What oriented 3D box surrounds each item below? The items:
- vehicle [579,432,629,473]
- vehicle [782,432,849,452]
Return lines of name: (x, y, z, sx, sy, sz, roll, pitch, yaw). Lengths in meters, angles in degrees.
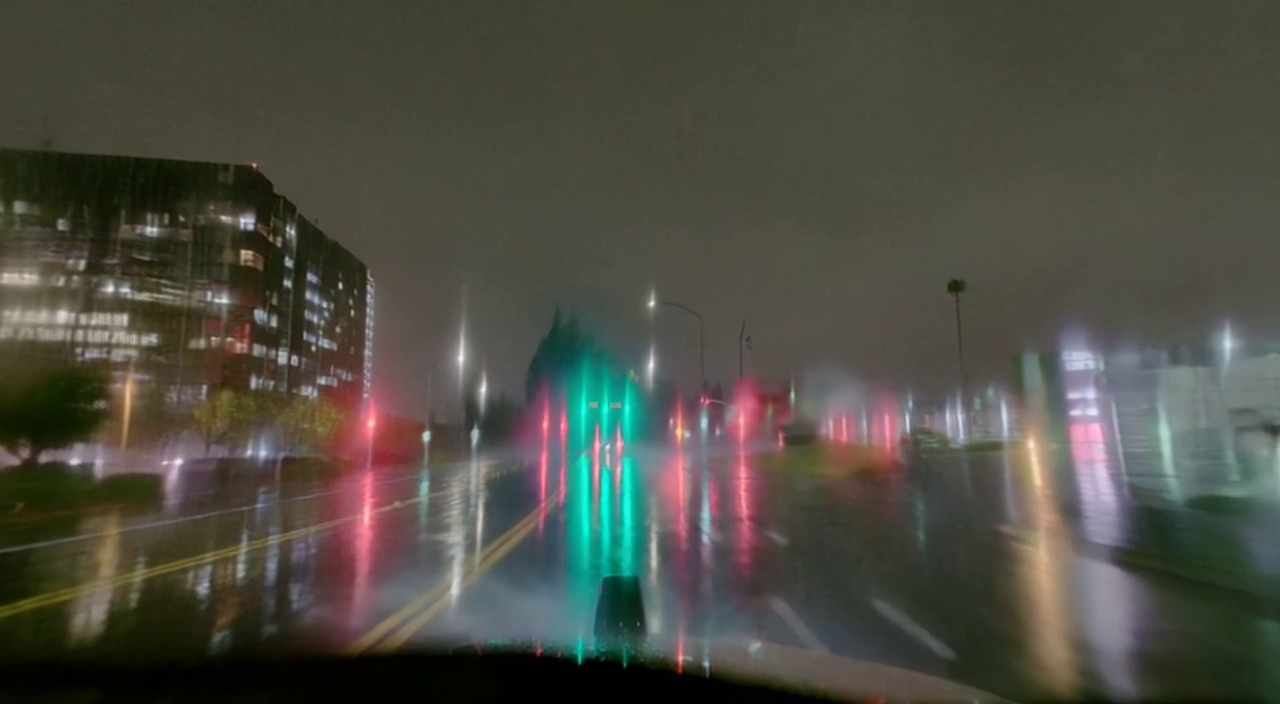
vehicle: (-1.731, 4.880, 30.846, 2.230, 1.827, 4.298, 0, -8, -2)
vehicle: (13.091, 6.741, 47.361, 4.486, 1.494, 1.802, 0, -8, 2)
